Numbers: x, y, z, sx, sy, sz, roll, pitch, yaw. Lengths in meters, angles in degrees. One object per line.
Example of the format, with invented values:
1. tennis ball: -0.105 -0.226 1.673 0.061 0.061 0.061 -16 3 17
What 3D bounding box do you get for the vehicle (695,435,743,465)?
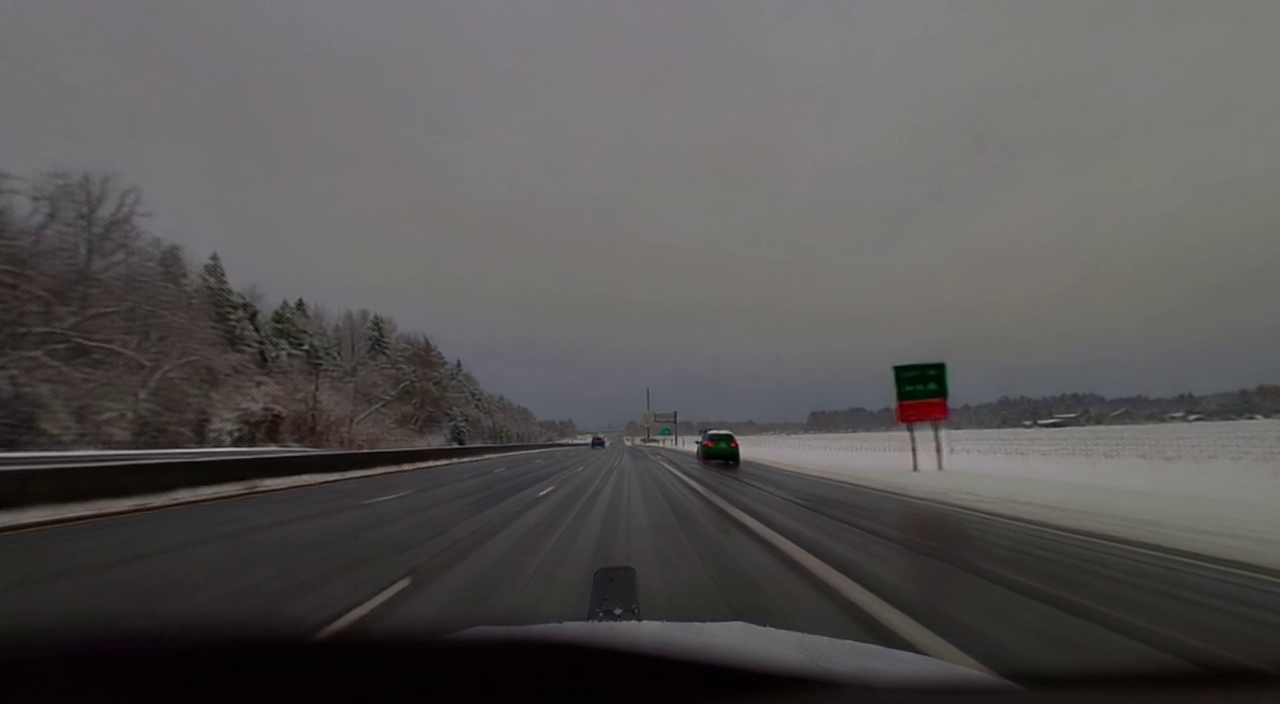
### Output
1. vehicle: 4.429 5.553 35.924 2.084 1.614 4.762 0 -8 -1
